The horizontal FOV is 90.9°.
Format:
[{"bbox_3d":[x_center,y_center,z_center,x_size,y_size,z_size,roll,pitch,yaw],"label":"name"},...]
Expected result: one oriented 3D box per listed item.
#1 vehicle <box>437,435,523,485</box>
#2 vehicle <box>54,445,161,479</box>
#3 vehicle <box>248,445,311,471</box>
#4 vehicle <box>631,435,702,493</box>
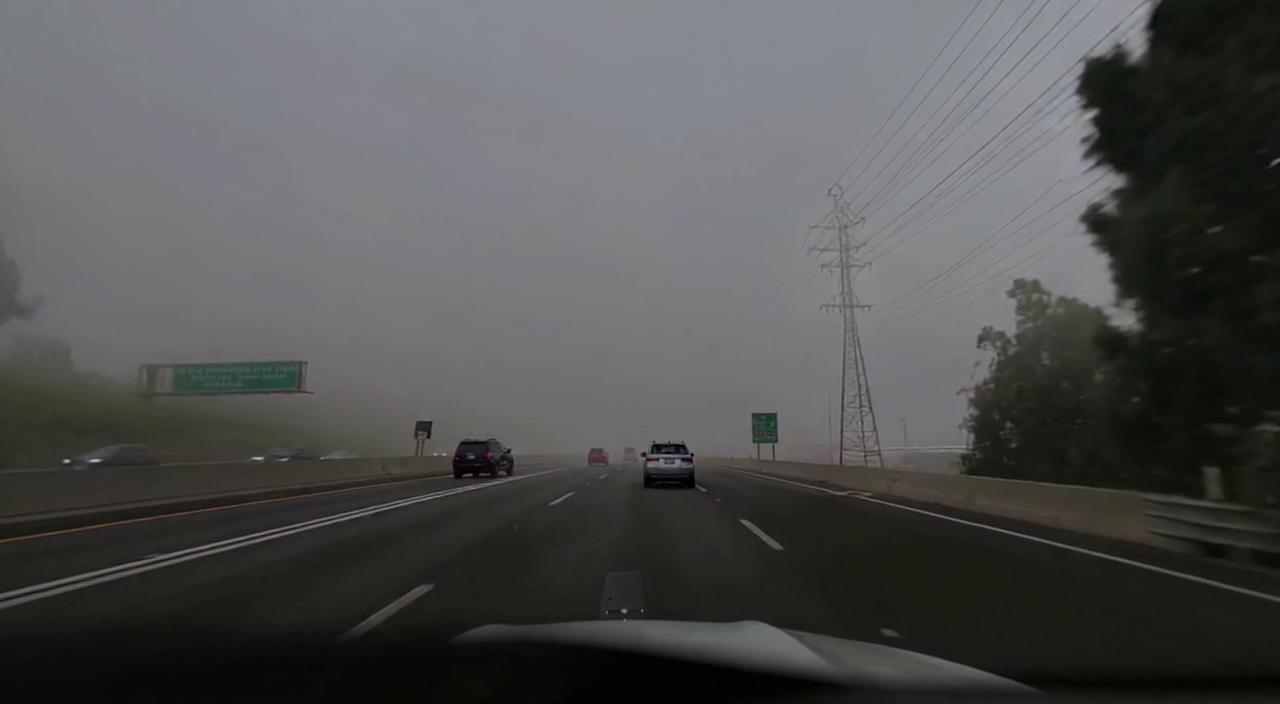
[{"bbox_3d":[-6.338,4.333,25.590,2.220,1.841,4.516,0,-8,1],"label":"vehicle"},{"bbox_3d":[-24.147,4.966,28.751,1.625,1.436,3.628,0,-8,1],"label":"vehicle"},{"bbox_3d":[-20.575,6.019,36.086,1.556,1.393,3.373,0,-9,0],"label":"vehicle"},{"bbox_3d":[0.813,3.674,21.016,2.134,1.733,4.049,0,-8,0],"label":"vehicle"}]
